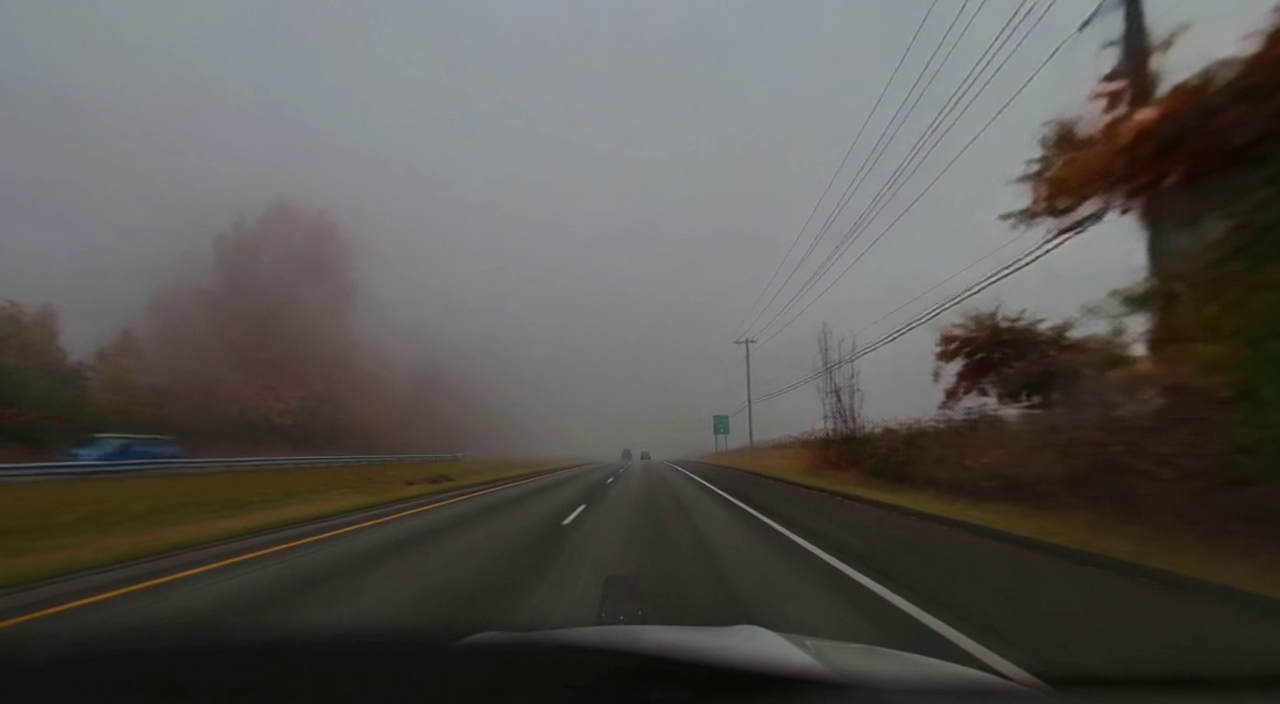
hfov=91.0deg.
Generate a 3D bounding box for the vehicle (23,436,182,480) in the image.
[{"bbox_3d":[-31.678,6.282,37.699,2.623,2.328,7.640,0,-9,2],"label":"vehicle"}]
